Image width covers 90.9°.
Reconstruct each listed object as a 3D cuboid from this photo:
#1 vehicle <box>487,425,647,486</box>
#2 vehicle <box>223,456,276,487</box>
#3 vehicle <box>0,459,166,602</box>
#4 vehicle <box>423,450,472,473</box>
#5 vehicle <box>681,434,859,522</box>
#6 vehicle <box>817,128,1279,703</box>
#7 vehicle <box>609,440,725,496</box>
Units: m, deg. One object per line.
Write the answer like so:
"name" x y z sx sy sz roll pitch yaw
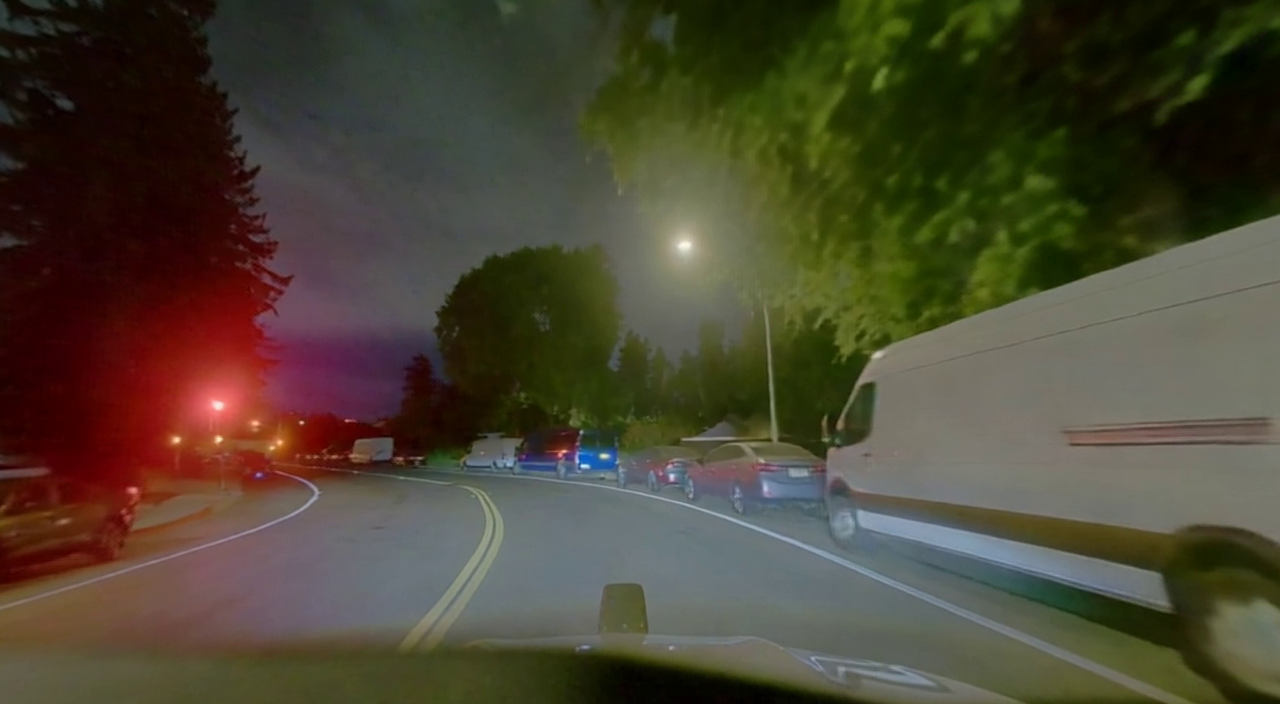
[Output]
"vehicle" -3.790 4.670 28.630 3.041 2.164 10.370 3 -10 -32
"vehicle" -21.367 6.460 34.386 1.950 1.489 4.214 5 -10 -37
"vehicle" -8.102 2.108 7.744 1.985 1.485 3.820 1 -9 -9
"vehicle" -12.977 7.328 42.327 1.804 1.453 4.462 6 -10 -35
"vehicle" 2.411 2.498 13.143 1.961 1.456 4.569 1 -9 -11
"vehicle" 3.960 0.643 5.120 2.406 2.689 6.916 0 -9 -5
"vehicle" 0.653 3.473 19.308 1.957 1.479 4.554 3 -9 -20
